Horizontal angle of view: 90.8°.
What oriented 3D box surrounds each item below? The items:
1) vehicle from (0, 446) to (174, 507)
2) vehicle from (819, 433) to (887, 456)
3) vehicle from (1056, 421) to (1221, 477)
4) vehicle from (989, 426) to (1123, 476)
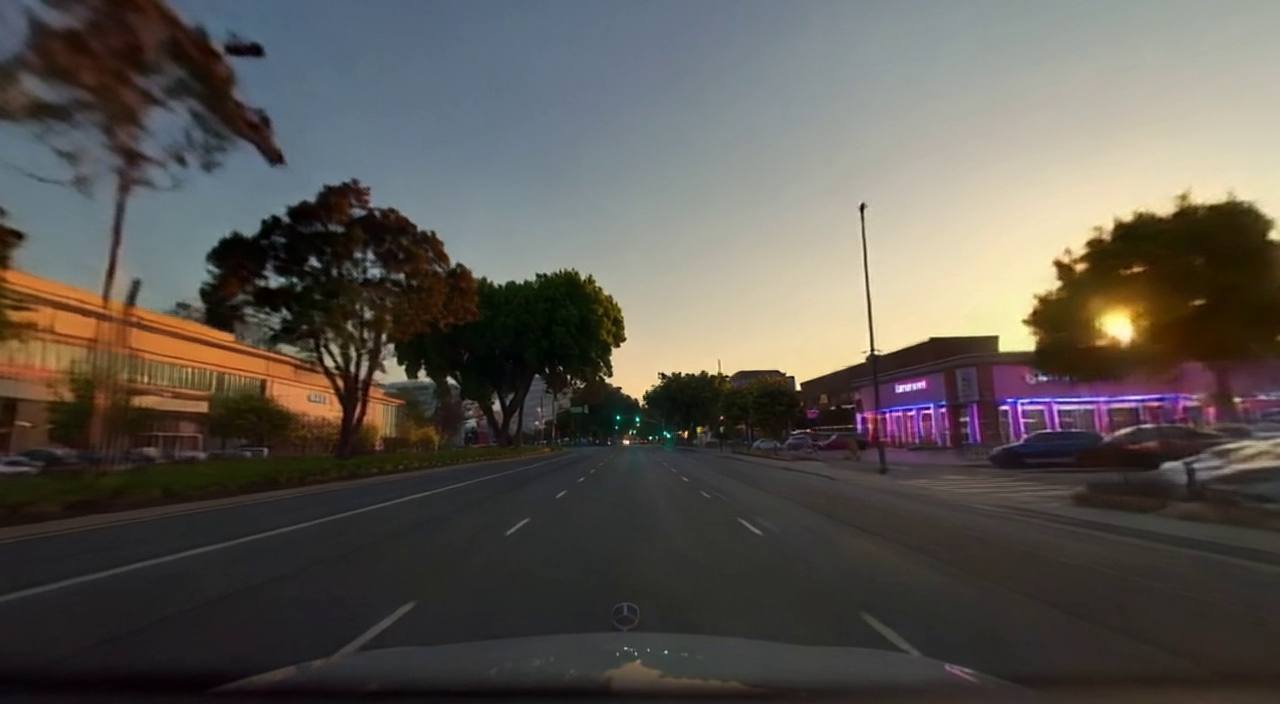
[{"bbox_3d":[-15.898,3.449,18.055,1.872,1.505,4.296,0,-8,0],"label":"vehicle"},{"bbox_3d":[16.796,7.341,49.962,4.634,1.745,1.893,0,-8,0],"label":"vehicle"},{"bbox_3d":[17.964,3.533,23.171,1.995,1.793,4.956,0,-8,0],"label":"vehicle"},{"bbox_3d":[15.310,3.671,23.646,1.881,1.664,4.658,0,-8,1],"label":"vehicle"}]
